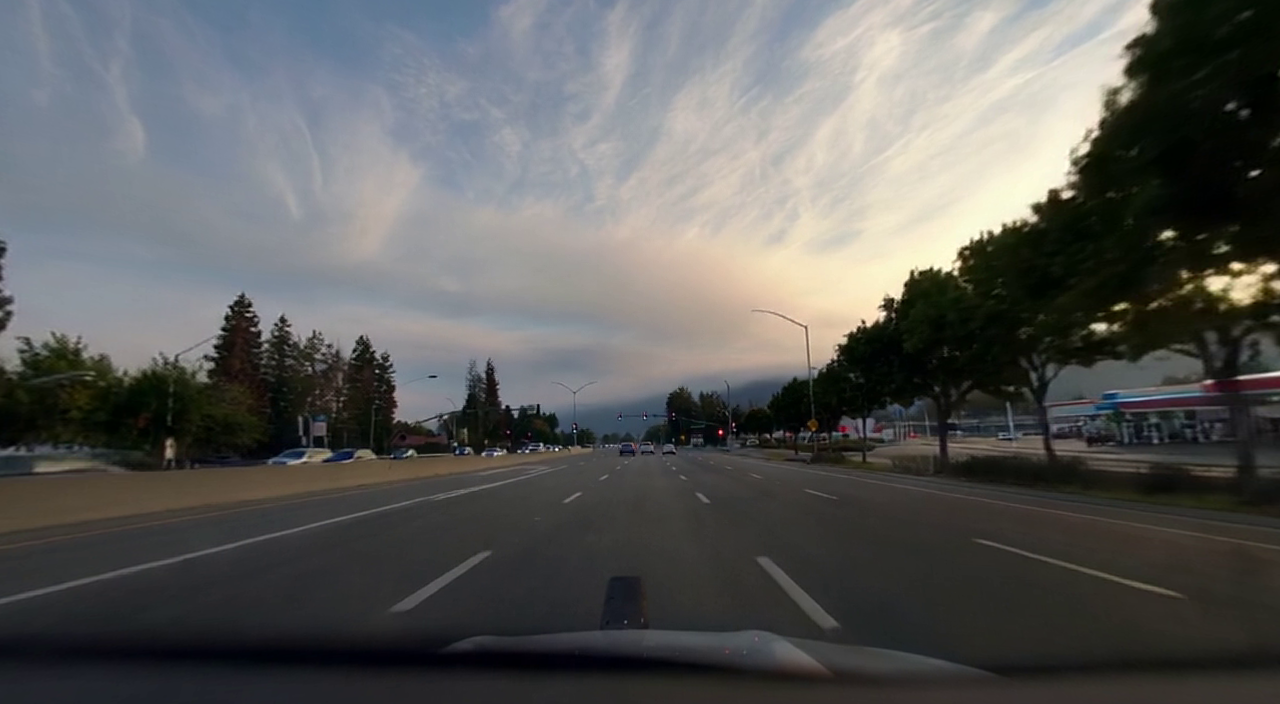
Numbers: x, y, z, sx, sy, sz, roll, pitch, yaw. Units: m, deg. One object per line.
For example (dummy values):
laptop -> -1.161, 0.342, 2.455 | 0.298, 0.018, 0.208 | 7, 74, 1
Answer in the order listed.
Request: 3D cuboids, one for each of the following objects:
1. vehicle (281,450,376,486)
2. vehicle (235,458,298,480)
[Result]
vehicle -> -14.032, 5.229, 28.754 | 1.951, 1.470, 4.673 | 0, -9, 0
vehicle -> -26.341, 8.239, 44.616 | 1.698, 1.428, 4.539 | 0, -9, 0
